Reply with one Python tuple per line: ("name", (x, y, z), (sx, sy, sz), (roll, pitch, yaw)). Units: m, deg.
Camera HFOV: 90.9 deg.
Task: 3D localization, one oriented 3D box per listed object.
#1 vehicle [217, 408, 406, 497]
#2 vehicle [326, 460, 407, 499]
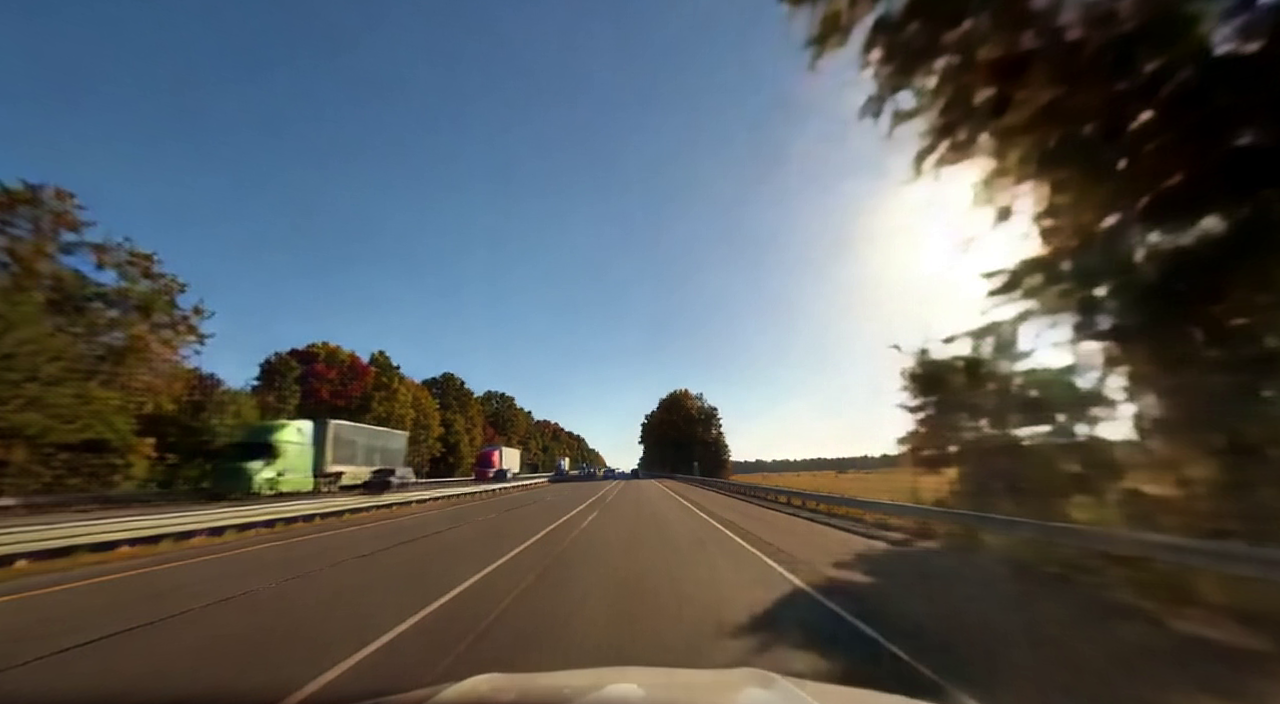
("vehicle", (-16.887, 5.672, 34.476), (2.814, 3.790, 14.222), (1, -11, -1))
("vehicle", (-12.628, 5.911, 29.378), (1.954, 1.664, 3.938), (1, -11, -1))
